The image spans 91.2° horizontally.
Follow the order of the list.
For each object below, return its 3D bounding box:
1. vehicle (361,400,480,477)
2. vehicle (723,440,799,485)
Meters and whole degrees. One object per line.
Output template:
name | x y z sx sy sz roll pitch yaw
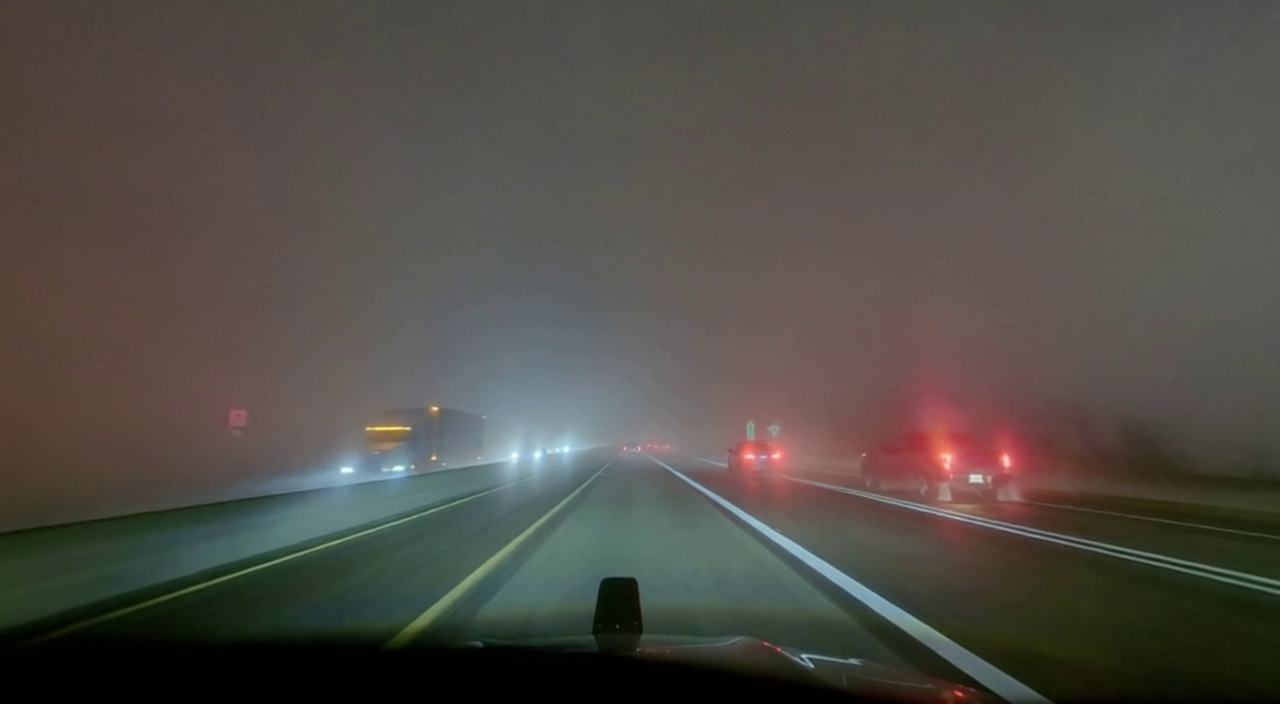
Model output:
vehicle | -13.645 5.741 40.893 2.948 4.131 13.894 0 -9 -1
vehicle | 4.263 3.959 22.665 1.917 1.488 3.693 0 -9 -1
